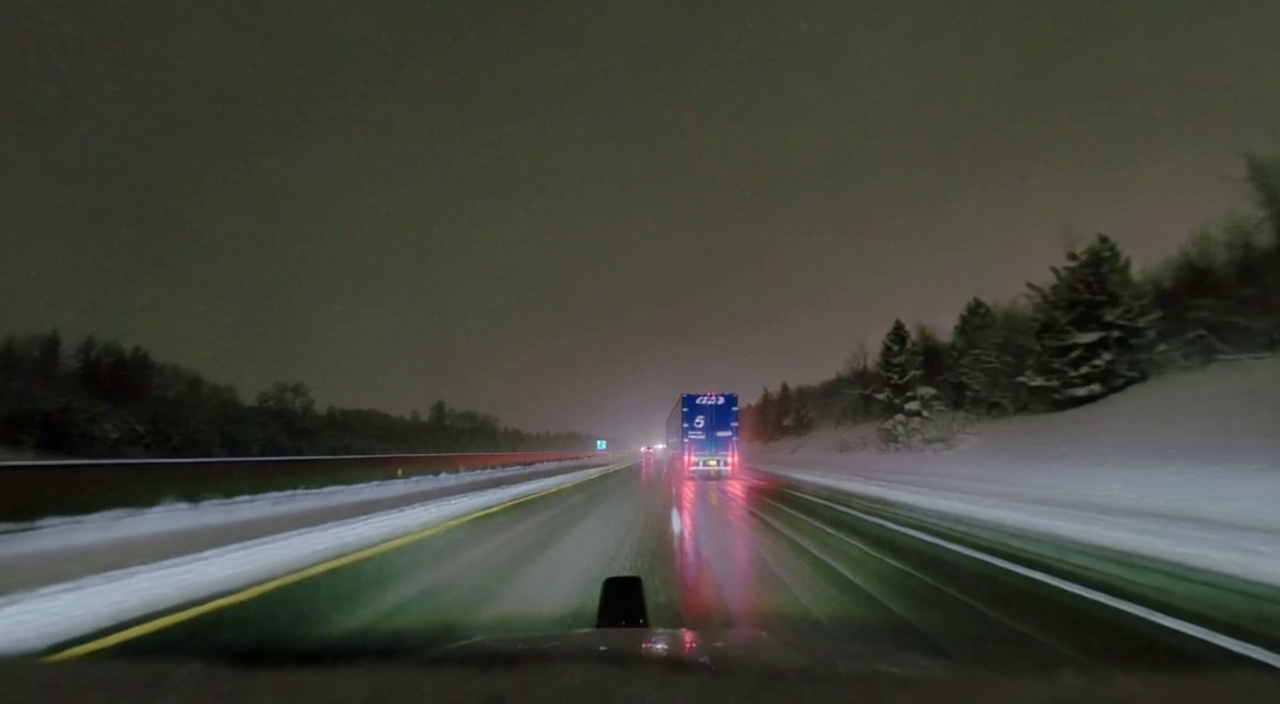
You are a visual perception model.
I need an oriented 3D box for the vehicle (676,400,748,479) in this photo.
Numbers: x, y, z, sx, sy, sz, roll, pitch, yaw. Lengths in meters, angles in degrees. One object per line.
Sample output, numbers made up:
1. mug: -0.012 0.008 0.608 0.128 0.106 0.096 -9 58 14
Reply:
1. vehicle: 3.710 4.940 35.100 3.107 3.718 10.231 0 -9 2
